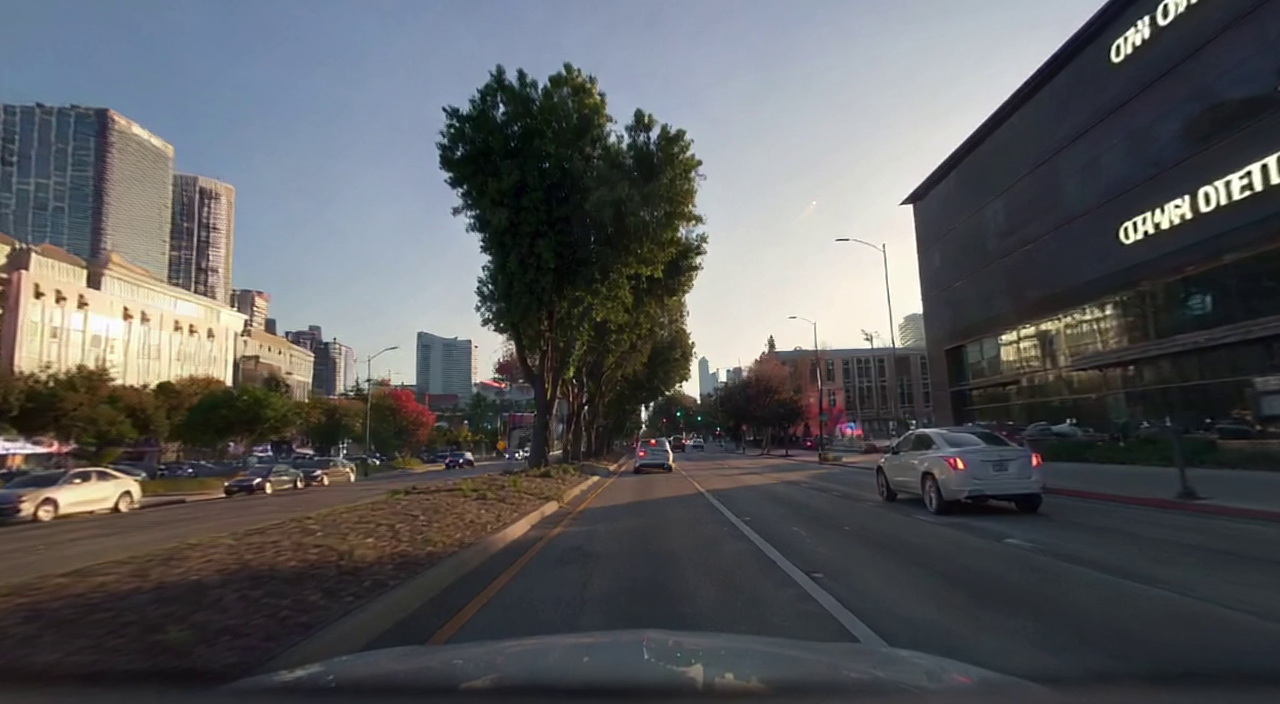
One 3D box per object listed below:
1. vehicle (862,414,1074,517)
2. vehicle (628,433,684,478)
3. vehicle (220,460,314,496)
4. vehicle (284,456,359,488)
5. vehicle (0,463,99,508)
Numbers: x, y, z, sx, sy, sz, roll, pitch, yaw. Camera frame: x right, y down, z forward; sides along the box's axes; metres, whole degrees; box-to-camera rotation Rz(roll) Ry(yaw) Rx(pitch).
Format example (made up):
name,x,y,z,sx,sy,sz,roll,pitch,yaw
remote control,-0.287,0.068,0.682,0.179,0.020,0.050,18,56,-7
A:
name,x,y,z,sx,sy,sz,roll,pitch,yaw
vehicle,6.571,2.331,13.427,1.963,1.783,4.722,0,-8,0
vehicle,0.619,4.234,26.001,2.125,1.669,3.880,0,-8,0
vehicle,-18.377,6.192,31.345,1.817,1.540,4.548,0,-8,1
vehicle,-18.219,6.862,36.337,1.866,1.659,4.597,0,-8,0
vehicle,-26.458,5.635,26.676,5.126,1.727,2.022,8,-11,-43
